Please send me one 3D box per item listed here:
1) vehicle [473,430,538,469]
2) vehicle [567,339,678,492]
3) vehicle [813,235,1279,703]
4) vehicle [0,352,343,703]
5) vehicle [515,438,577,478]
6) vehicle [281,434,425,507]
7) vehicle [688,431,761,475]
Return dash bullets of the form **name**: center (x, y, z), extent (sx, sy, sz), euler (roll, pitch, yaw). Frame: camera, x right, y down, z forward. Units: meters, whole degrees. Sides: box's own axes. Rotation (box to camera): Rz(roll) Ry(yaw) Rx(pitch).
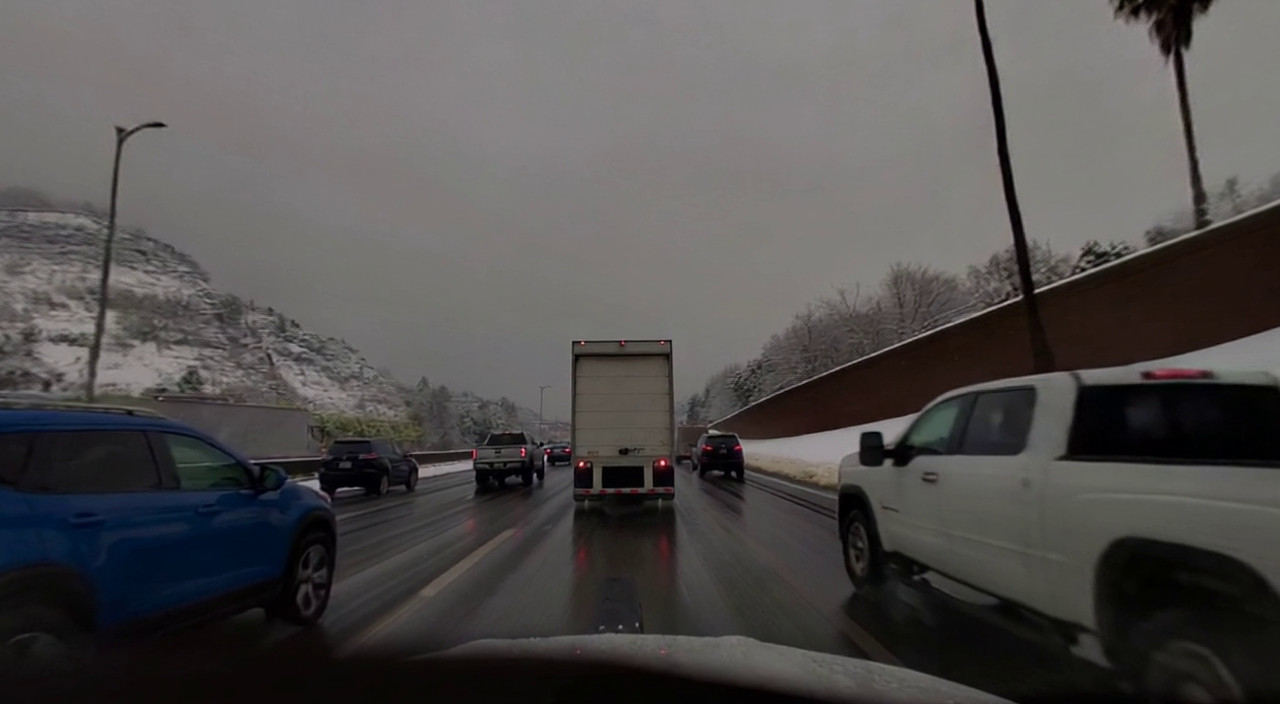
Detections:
- **vehicle**: center (-7.354, 5.414, 35.183), extent (2.344, 1.954, 5.579), euler (-1, -8, 1)
- **vehicle**: center (-0.428, 2.441, 22.157), extent (2.906, 4.040, 10.743), euler (0, -8, 0)
- **vehicle**: center (2.627, 0.813, 2.801), extent (2.098, 1.827, 5.538), euler (0, -8, 0)
- **vehicle**: center (-3.285, 0.931, 2.897), extent (1.885, 1.654, 4.103), euler (0, -8, -1)
- **vehicle**: center (-3.814, 4.366, 26.314), extent (1.874, 1.475, 4.328), euler (0, -8, 0)
- **vehicle**: center (-7.048, 2.929, 16.056), extent (1.766, 1.585, 4.094), euler (0, -8, -1)
- **vehicle**: center (2.915, 3.626, 22.901), extent (1.859, 1.416, 4.695), euler (0, -8, -2)
